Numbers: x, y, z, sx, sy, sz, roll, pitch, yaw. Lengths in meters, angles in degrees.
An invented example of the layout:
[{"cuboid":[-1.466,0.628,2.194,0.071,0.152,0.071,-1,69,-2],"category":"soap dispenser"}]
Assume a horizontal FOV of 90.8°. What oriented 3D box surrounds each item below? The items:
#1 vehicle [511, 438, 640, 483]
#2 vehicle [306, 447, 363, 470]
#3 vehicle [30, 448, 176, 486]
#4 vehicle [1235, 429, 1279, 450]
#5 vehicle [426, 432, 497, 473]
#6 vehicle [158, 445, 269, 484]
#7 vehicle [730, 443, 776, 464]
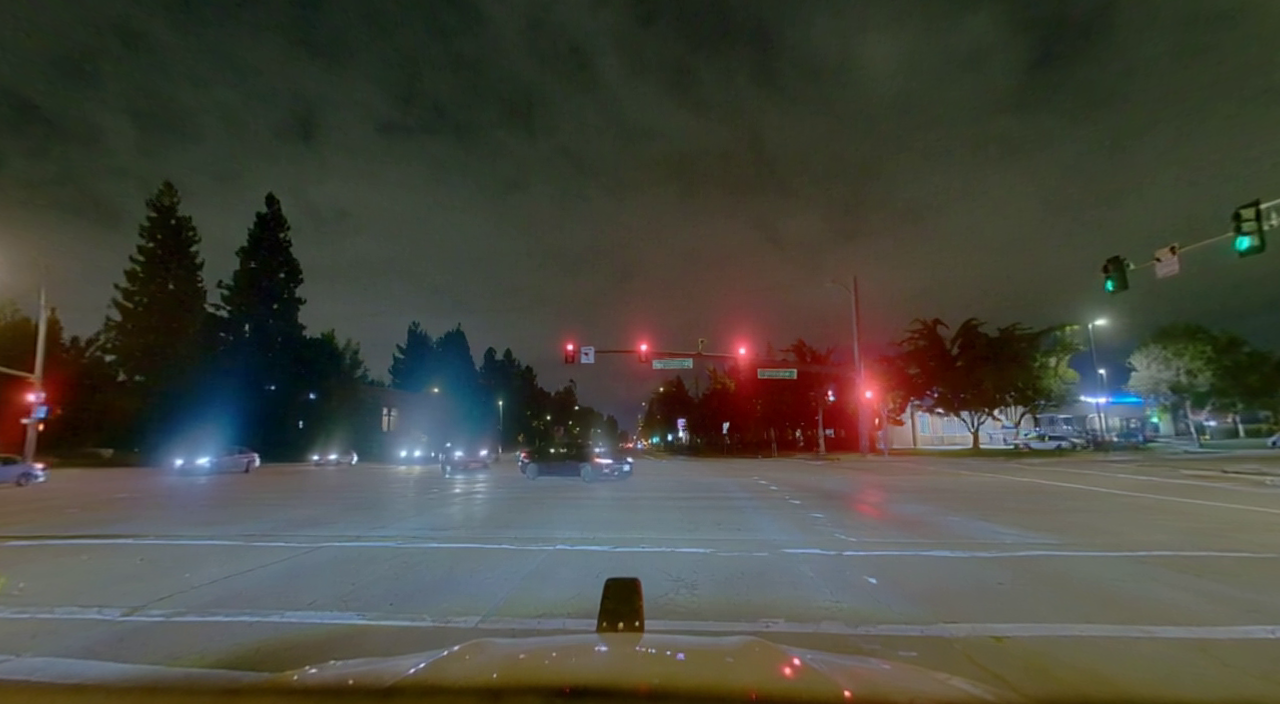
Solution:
[{"cuboid":[-2.454,3.982,23.442,4.532,1.467,2.135,-7,-11,38],"category":"vehicle"},{"cuboid":[-23.227,8.085,48.199,2.041,1.642,4.628,0,-8,0],"category":"vehicle"},{"cuboid":[-28.555,6.084,33.874,2.901,1.827,5.034,-3,-9,18],"category":"vehicle"},{"cuboid":[45.671,6.270,45.256,1.786,1.412,4.330,0,-9,0],"category":"vehicle"},{"cuboid":[-9.061,5.045,31.846,2.017,1.877,4.767,5,-10,-33],"category":"vehicle"},{"cuboid":[-19.562,5.140,29.266,1.924,1.656,4.593,0,-9,0],"category":"vehicle"},{"cuboid":[8.289,7.471,46.740,2.133,1.437,4.420,1,-9,-6],"category":"vehicle"}]
